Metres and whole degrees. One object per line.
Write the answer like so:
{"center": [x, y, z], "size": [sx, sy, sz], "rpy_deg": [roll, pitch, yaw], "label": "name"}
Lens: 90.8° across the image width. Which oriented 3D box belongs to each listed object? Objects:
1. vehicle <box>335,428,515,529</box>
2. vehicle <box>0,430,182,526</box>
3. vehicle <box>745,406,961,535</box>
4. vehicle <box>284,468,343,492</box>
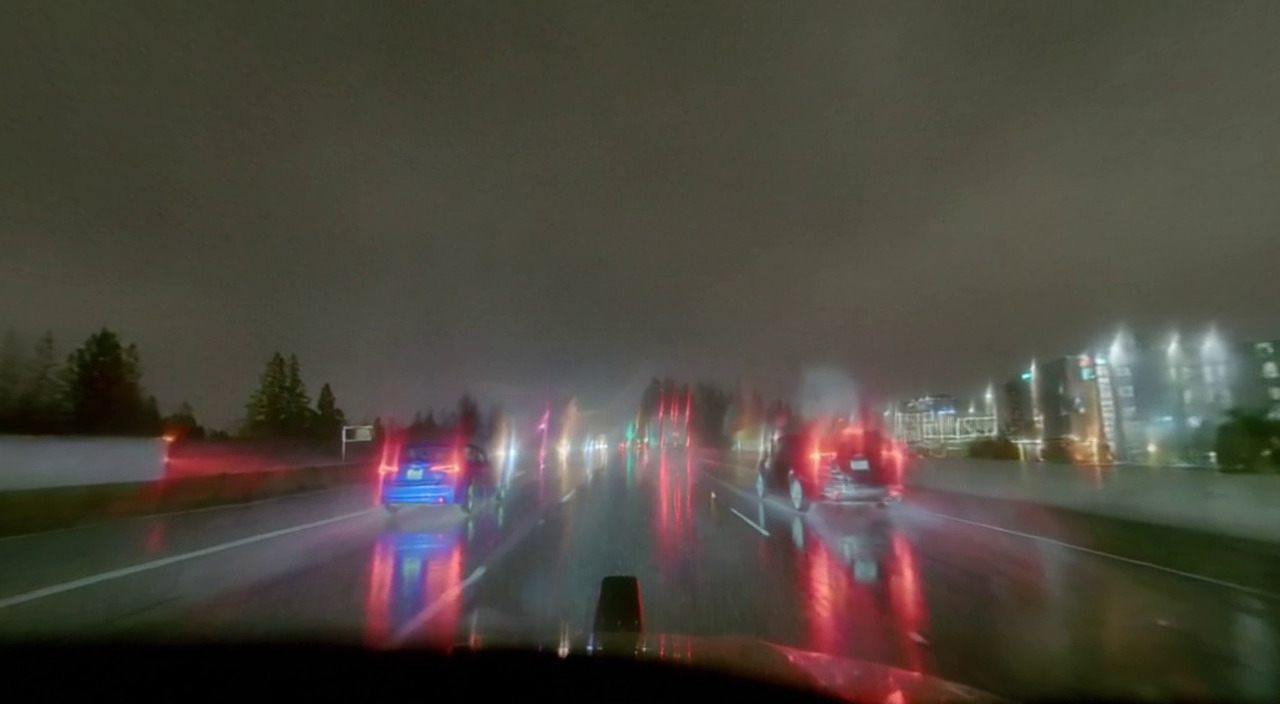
{"center": [-3.948, 2.396, 12.620], "size": [1.903, 1.607, 4.770], "rpy_deg": [0, -8, 0], "label": "vehicle"}
{"center": [-29.000, 5.737, 29.235], "size": [2.880, 4.106, 16.616], "rpy_deg": [0, -8, 1], "label": "vehicle"}
{"center": [3.314, 1.959, 10.999], "size": [2.065, 1.760, 4.488], "rpy_deg": [0, -8, -2], "label": "vehicle"}
{"center": [-25.449, 9.944, 49.469], "size": [2.125, 1.590, 4.808], "rpy_deg": [0, -8, -1], "label": "vehicle"}
